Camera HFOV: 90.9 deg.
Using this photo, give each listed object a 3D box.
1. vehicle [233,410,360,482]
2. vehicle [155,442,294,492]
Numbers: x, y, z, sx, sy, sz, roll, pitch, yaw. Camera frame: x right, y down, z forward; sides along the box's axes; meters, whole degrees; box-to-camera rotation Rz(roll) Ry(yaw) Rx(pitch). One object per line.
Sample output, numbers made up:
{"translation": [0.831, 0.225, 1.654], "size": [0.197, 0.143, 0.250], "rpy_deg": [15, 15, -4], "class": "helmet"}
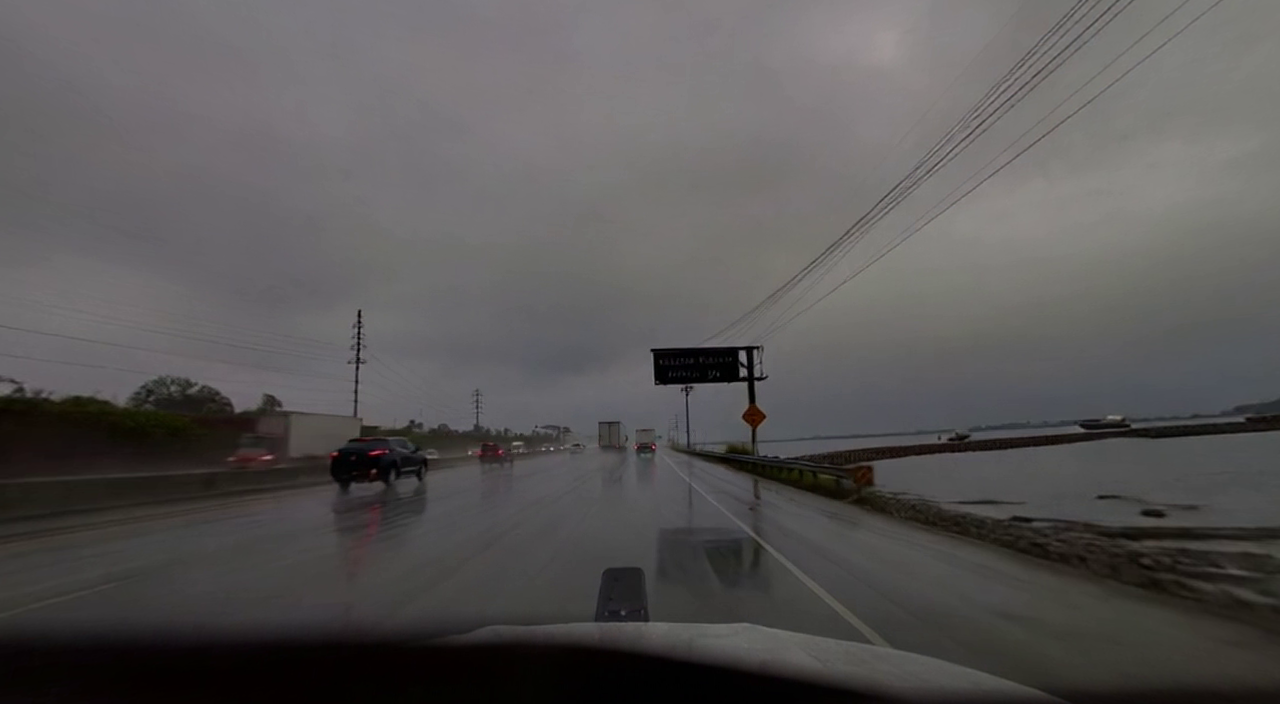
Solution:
{"translation": [-20.737, 5.774, 38.846], "size": [2.897, 3.919, 8.383], "rpy_deg": [0, -8, 1], "class": "vehicle"}
{"translation": [-17.091, 4.696, 26.358], "size": [2.205, 1.847, 5.210], "rpy_deg": [0, -8, 1], "class": "vehicle"}
